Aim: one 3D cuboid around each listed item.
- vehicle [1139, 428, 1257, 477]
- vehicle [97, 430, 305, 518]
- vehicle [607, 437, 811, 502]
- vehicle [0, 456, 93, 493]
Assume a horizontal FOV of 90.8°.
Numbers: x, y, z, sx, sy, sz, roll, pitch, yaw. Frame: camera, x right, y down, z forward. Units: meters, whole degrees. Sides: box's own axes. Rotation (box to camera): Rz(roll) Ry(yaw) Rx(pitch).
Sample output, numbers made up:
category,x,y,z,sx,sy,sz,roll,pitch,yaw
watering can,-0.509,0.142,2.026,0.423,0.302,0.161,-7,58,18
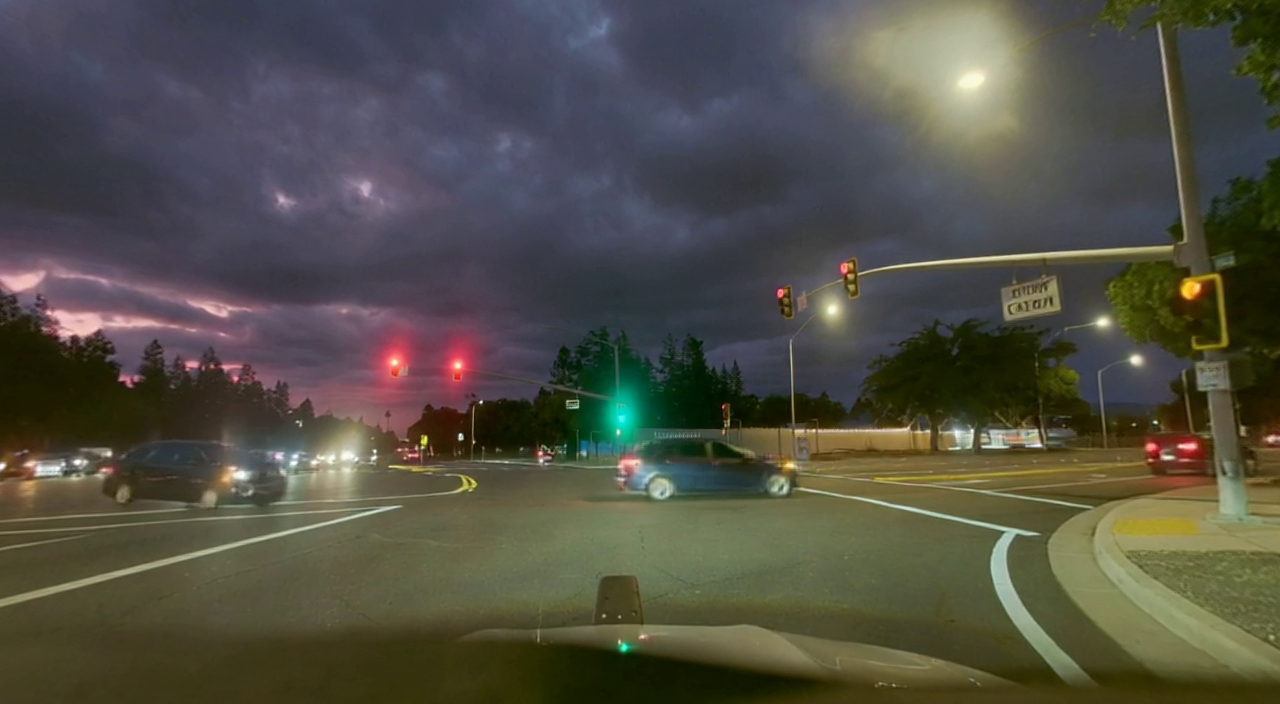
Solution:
category,x,y,z,sx,sy,sz,roll,pitch,yaw
vehicle,20.434,3.656,23.100,4.281,1.621,1.903,5,-10,-31
vehicle,-11.630,3.099,16.611,5.896,1.937,2.358,-6,-10,33
vehicle,1.569,2.874,15.696,4.728,1.471,1.957,0,-9,-4
vehicle,-31.185,6.261,32.640,2.142,1.723,4.692,1,-9,-9
